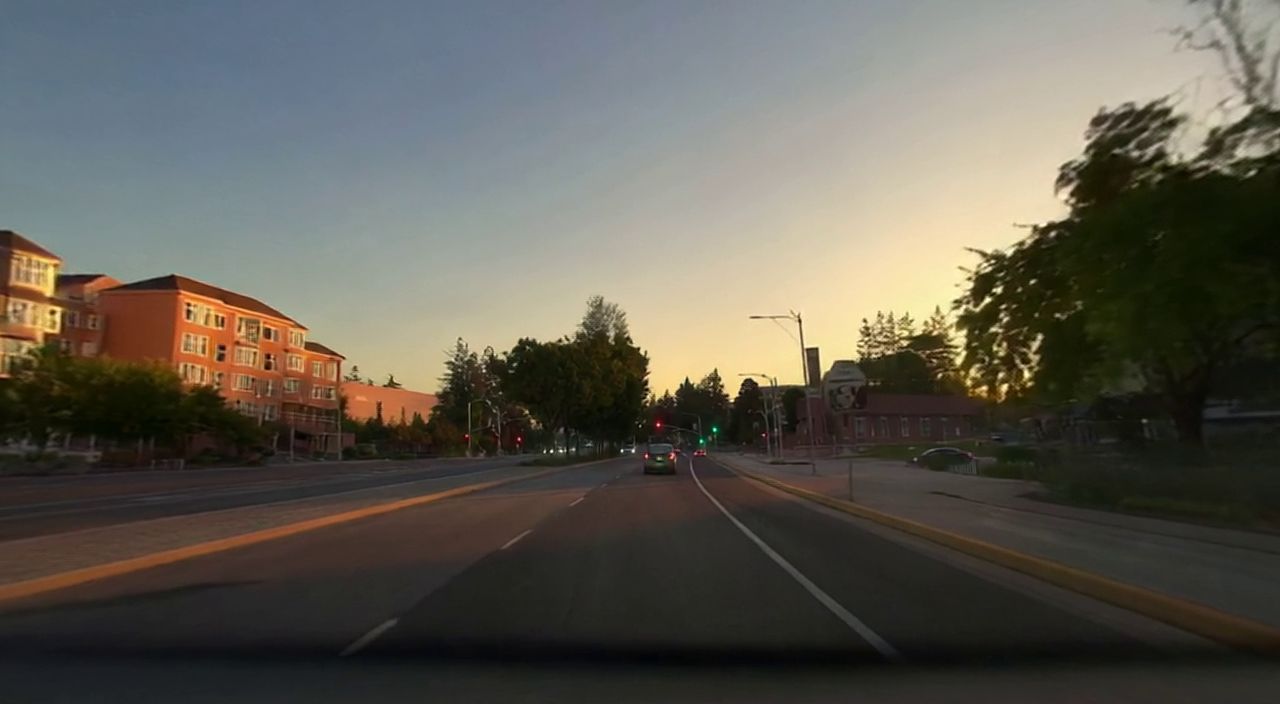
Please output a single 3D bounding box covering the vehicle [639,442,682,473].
[{"bbox_3d":[1.089,5.572,33.633,2.133,1.481,4.276,-1,-8,2],"label":"vehicle"}]
